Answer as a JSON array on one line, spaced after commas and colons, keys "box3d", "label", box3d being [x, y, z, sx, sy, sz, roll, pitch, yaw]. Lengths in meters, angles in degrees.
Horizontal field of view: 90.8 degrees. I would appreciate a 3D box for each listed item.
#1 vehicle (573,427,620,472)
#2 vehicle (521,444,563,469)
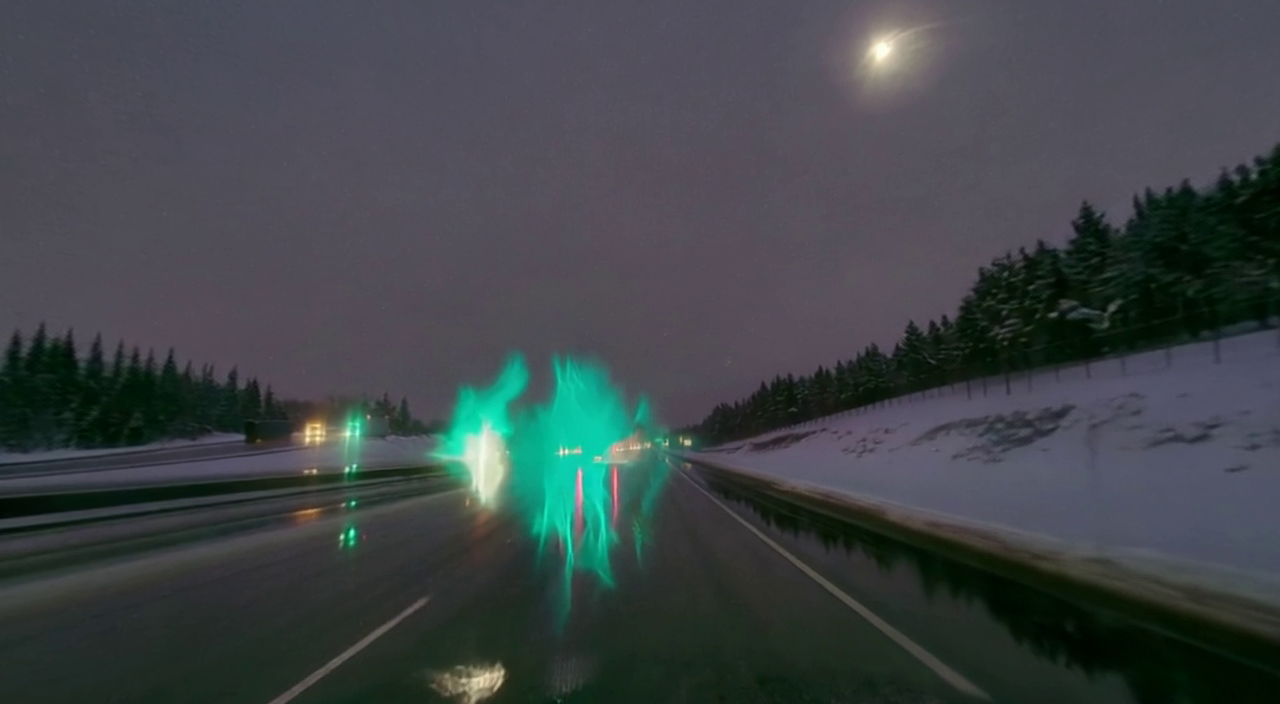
[{"box3d": [-2.572, 6.073, 39.187, 2.437, 2.565, 5.829, 0, -9, 1], "label": "vehicle"}, {"box3d": [-6.767, 7.297, 44.065, 2.164, 1.664, 4.252, 0, -9, 1], "label": "vehicle"}]
